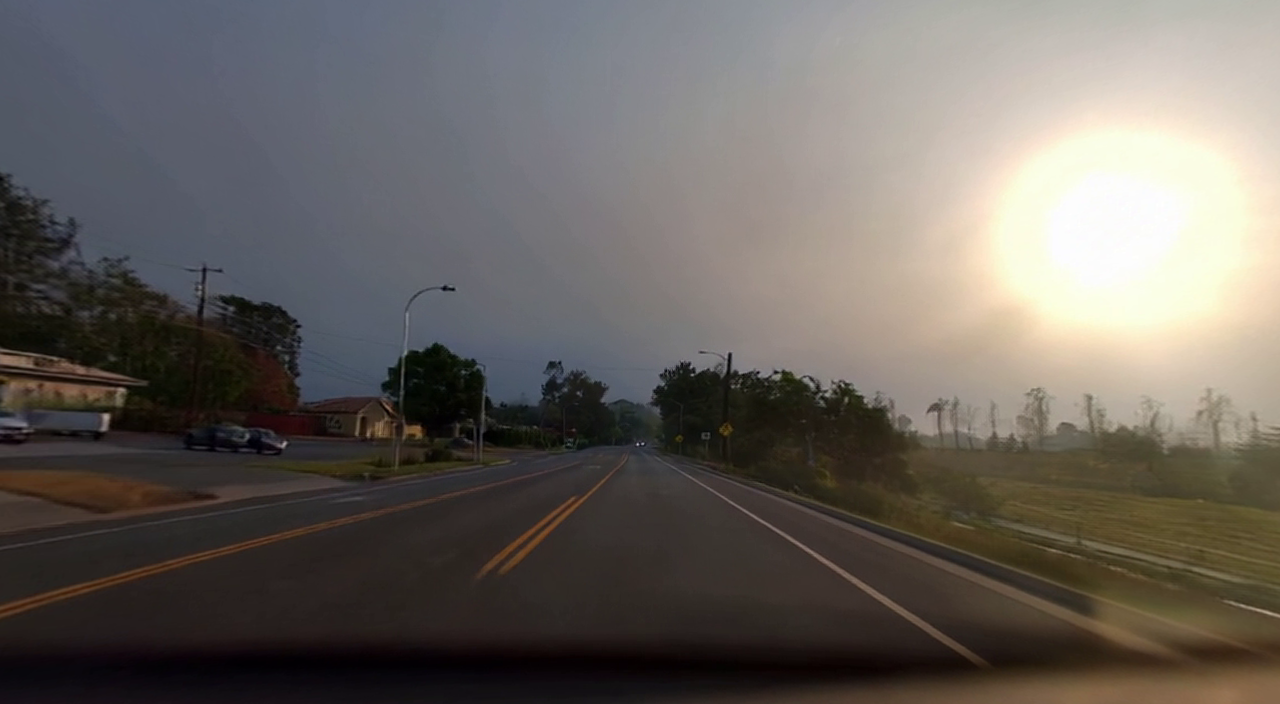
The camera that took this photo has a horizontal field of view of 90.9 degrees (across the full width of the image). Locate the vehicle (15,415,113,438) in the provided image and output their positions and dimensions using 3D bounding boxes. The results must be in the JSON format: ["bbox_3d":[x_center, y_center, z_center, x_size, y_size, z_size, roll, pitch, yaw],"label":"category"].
[{"bbox_3d":[-39.404,5.143,43.287,1.804,1.421,4.744,-1,-8,10],"label":"vehicle"}]
